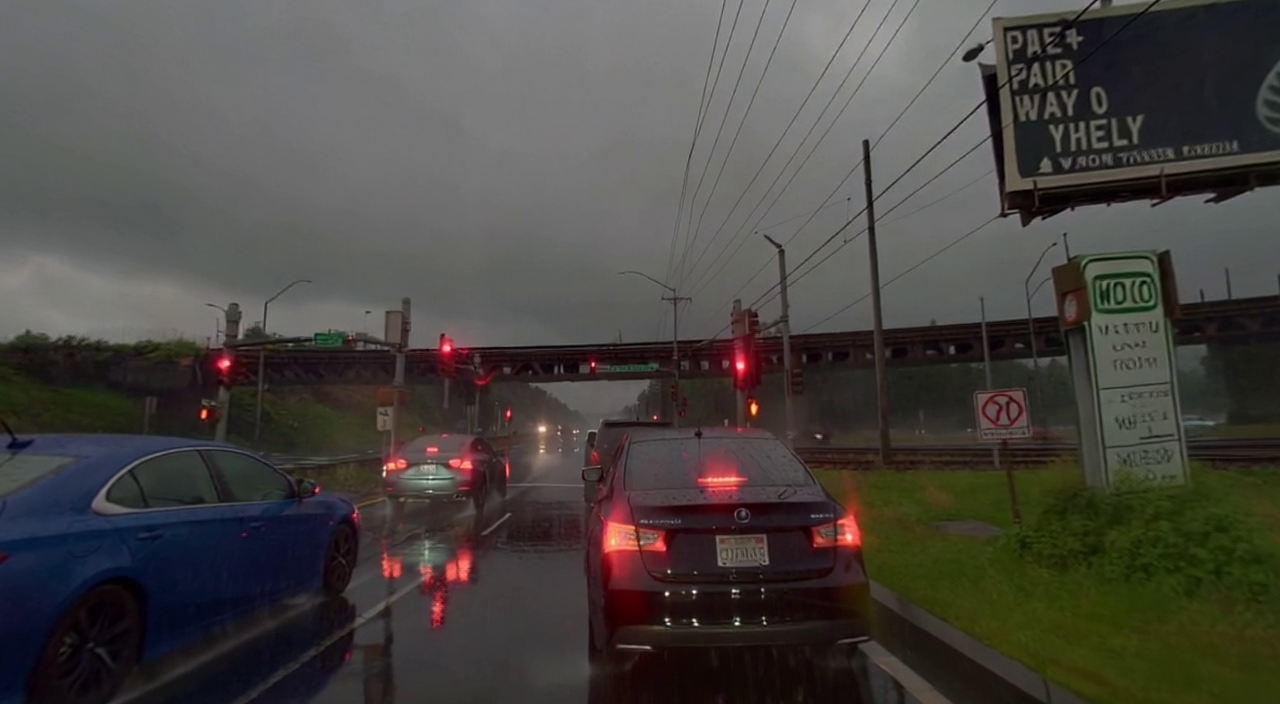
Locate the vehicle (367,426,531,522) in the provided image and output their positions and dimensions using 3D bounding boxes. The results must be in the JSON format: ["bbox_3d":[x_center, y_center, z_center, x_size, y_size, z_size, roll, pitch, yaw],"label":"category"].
[{"bbox_3d":[-3.378,2.239,12.081,1.984,1.505,4.047,0,-8,-2],"label":"vehicle"}]

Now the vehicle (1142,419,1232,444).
[{"bbox_3d":[40.120,5.872,46.428,4.544,1.762,2.272,1,-9,-3],"label":"vehicle"}]

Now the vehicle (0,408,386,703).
[{"bbox_3d":[-3.706,1.242,4.459,1.956,1.468,4.585,0,-8,-1],"label":"vehicle"}]

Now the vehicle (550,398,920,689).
[{"bbox_3d":[0.402,1.310,5.438,1.998,1.529,3.960,1,-8,-4],"label":"vehicle"}]
